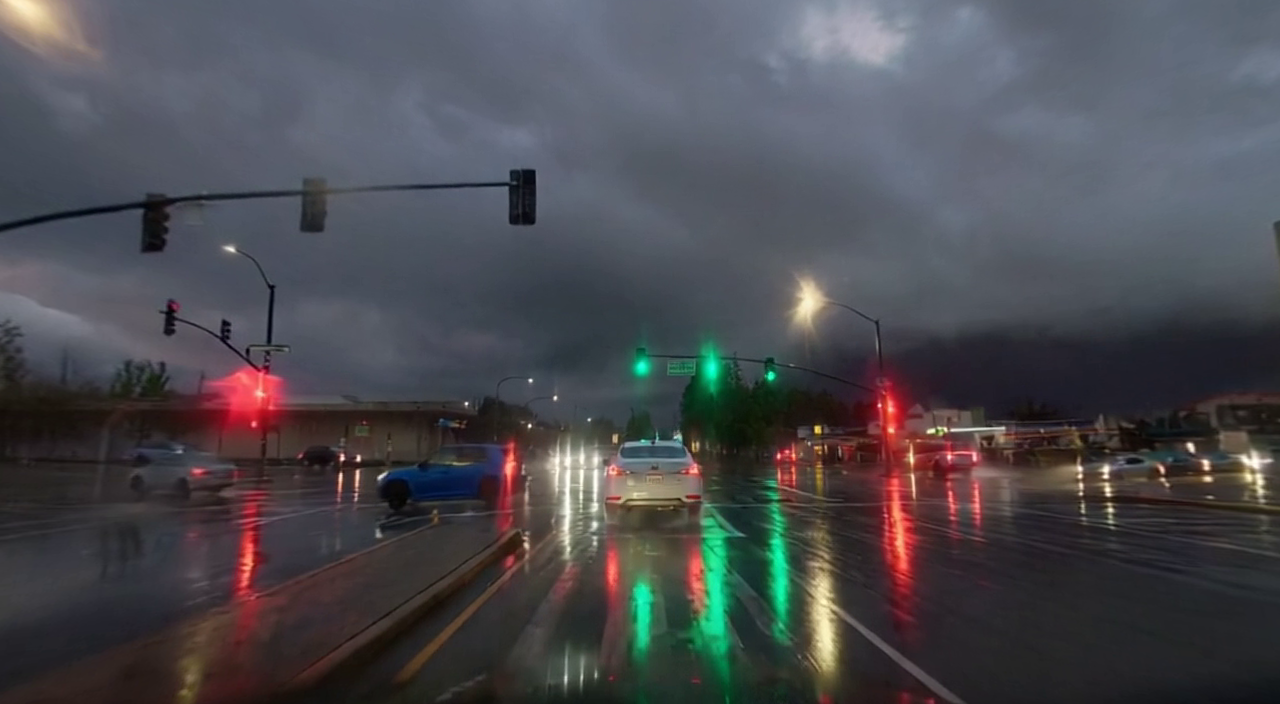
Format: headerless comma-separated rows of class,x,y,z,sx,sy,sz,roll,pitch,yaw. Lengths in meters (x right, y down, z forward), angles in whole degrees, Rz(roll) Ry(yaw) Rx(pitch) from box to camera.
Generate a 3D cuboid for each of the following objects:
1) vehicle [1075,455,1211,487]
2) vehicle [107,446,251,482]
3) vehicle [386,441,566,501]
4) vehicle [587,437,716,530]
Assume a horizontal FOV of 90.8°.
vehicle,23.467,5.547,29.606,4.684,1.412,1.995,0,-9,-2
vehicle,-19.148,4.651,26.399,4.531,1.434,1.841,0,-9,-1
vehicle,-4.683,3.330,18.077,4.626,1.489,2.213,-4,-10,26
vehicle,0.065,2.431,12.298,2.067,1.471,4.241,1,-9,-4
